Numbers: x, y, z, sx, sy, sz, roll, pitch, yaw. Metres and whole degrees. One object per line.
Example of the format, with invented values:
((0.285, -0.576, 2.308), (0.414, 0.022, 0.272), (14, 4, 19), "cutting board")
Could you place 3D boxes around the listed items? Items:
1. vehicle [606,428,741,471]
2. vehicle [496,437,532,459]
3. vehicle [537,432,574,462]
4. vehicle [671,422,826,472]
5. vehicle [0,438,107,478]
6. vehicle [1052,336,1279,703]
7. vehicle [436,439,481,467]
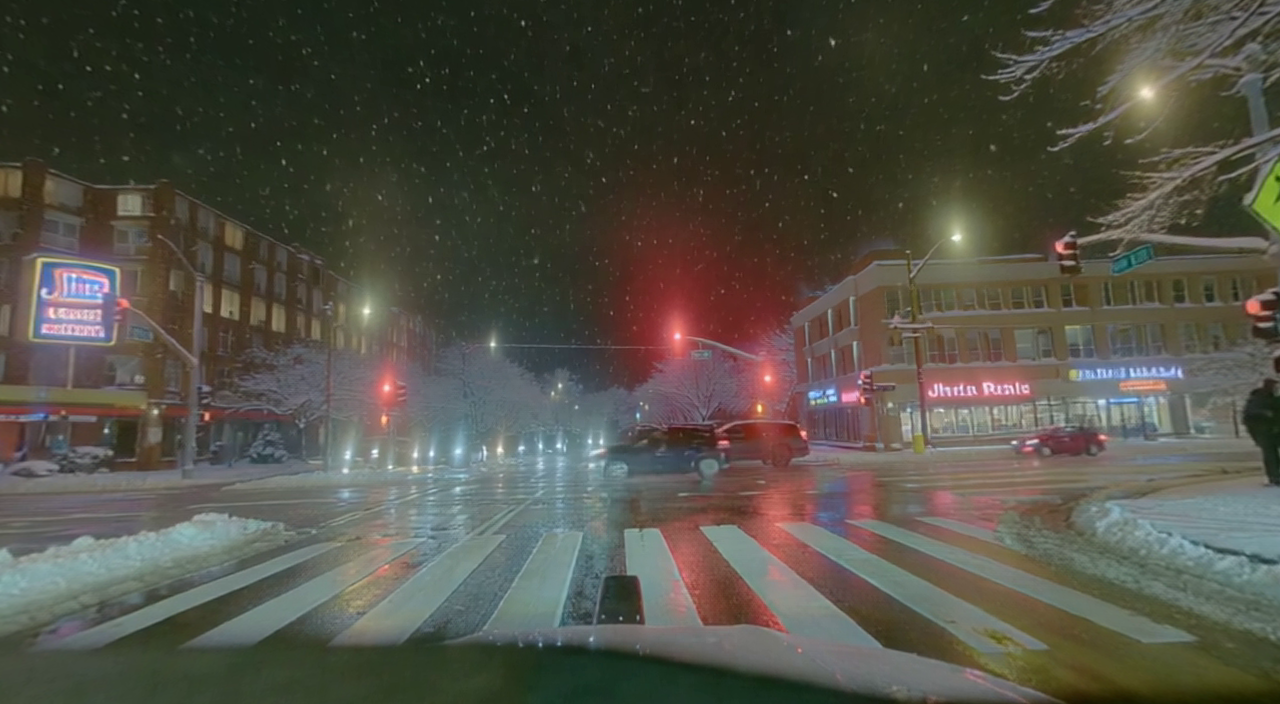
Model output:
((1.151, 3.527, 23.037), (4.643, 1.476, 1.820), (1, -9, -8), "vehicle")
((-8.707, 6.682, 43.918), (1.906, 1.402, 4.904), (0, -8, -5), "vehicle")
((-5.124, 5.803, 38.678), (1.976, 1.683, 4.117), (0, -8, -4), "vehicle")
((3.478, 3.100, 20.670), (4.612, 1.521, 1.811), (1, -9, -9), "vehicle")
((-31.551, 5.583, 33.479), (2.205, 1.903, 5.877), (1, -9, -10), "vehicle")
((3.006, 0.609, 0.880), (1.866, 1.654, 4.354), (0, -8, 0), "vehicle")
((-10.933, 6.095, 38.233), (1.885, 1.545, 4.124), (1, -8, -6), "vehicle")
